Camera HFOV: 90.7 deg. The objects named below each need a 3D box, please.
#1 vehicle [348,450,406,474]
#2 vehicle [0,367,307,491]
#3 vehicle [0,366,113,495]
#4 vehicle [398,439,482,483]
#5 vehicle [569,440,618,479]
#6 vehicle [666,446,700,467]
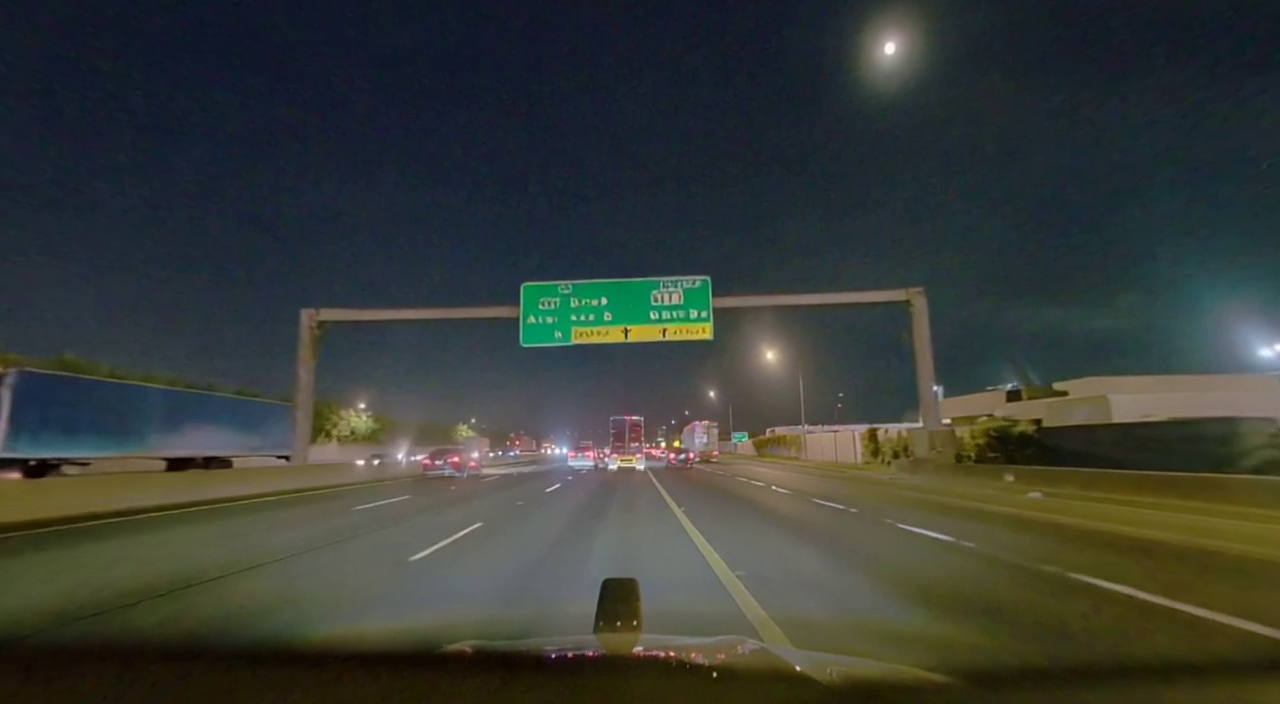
[{"bbox_3d":[-16.954,7.073,41.030,1.889,1.439,4.359,0,-9,0],"label":"vehicle"},{"bbox_3d":[-21.195,3.742,28.961,2.863,4.023,16.558,0,-9,0],"label":"vehicle"},{"bbox_3d":[-21.101,2.375,19.126,3.029,3.918,8.325,0,-9,0],"label":"vehicle"},{"bbox_3d":[-8.399,4.616,27.079,2.129,1.717,4.593,0,-9,0],"label":"vehicle"},{"bbox_3d":[-2.174,5.091,30.192,2.132,1.679,4.045,0,-9,-3],"label":"vehicle"},{"bbox_3d":[3.051,7.538,45.937,2.015,1.462,4.691,0,-9,-2],"label":"vehicle"}]
